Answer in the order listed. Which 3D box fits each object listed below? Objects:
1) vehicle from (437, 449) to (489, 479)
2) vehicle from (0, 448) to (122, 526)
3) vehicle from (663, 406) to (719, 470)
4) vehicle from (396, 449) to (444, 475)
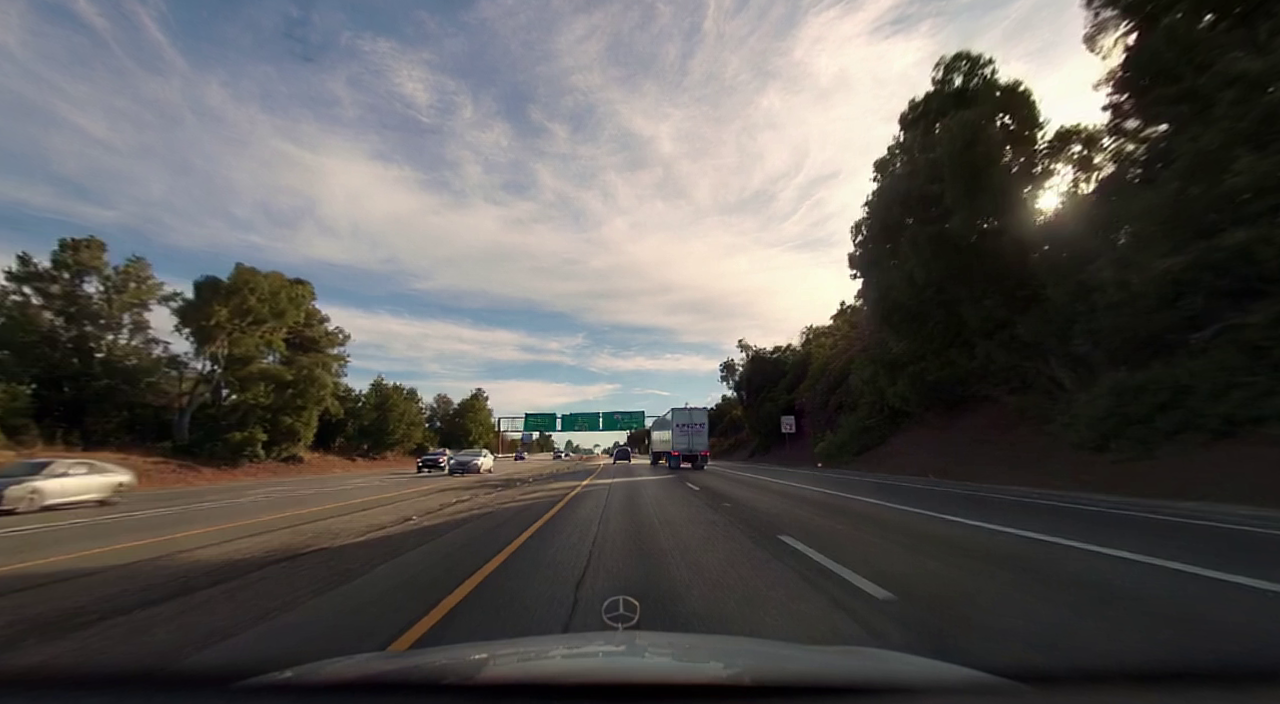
[{"bbox_3d":[-10.046,6.382,35.917,1.875,1.565,3.912,0,-9,-1],"label":"vehicle"},{"bbox_3d":[-13.521,2.799,13.250,1.954,1.499,3.694,0,-9,-1],"label":"vehicle"},{"bbox_3d":[3.329,5.947,43.172,2.892,3.928,8.380,0,-9,-1],"label":"vehicle"},{"bbox_3d":[-14.264,7.140,40.865,1.813,1.545,3.874,0,-9,-1],"label":"vehicle"}]
